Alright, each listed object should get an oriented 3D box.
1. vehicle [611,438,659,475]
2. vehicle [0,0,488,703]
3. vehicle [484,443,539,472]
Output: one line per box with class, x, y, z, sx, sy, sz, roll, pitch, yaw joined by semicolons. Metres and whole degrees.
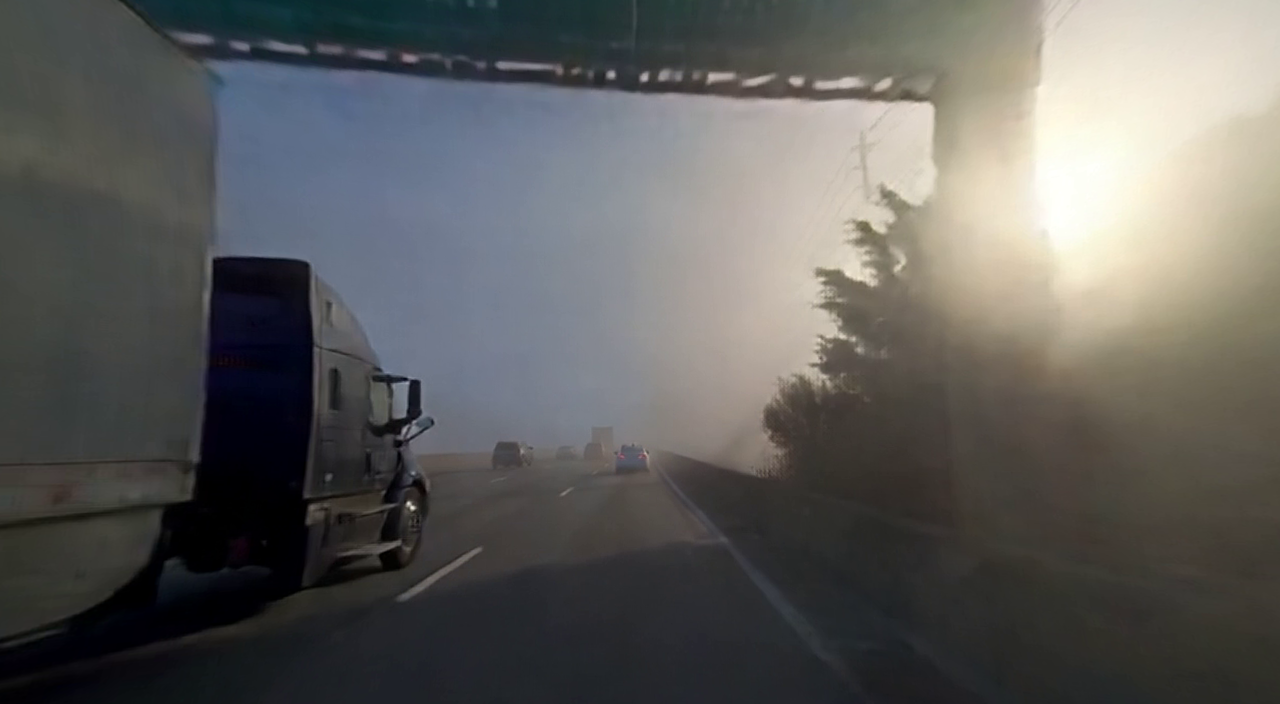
vehicle;-0.212;5.032;30.481;2.178;1.640;4.071;0;-9;0
vehicle;-3.570;0.299;3.495;3.023;3.246;9.102;0;-8;1
vehicle;-7.095;5.852;35.185;2.025;1.510;4.582;0;-8;1
